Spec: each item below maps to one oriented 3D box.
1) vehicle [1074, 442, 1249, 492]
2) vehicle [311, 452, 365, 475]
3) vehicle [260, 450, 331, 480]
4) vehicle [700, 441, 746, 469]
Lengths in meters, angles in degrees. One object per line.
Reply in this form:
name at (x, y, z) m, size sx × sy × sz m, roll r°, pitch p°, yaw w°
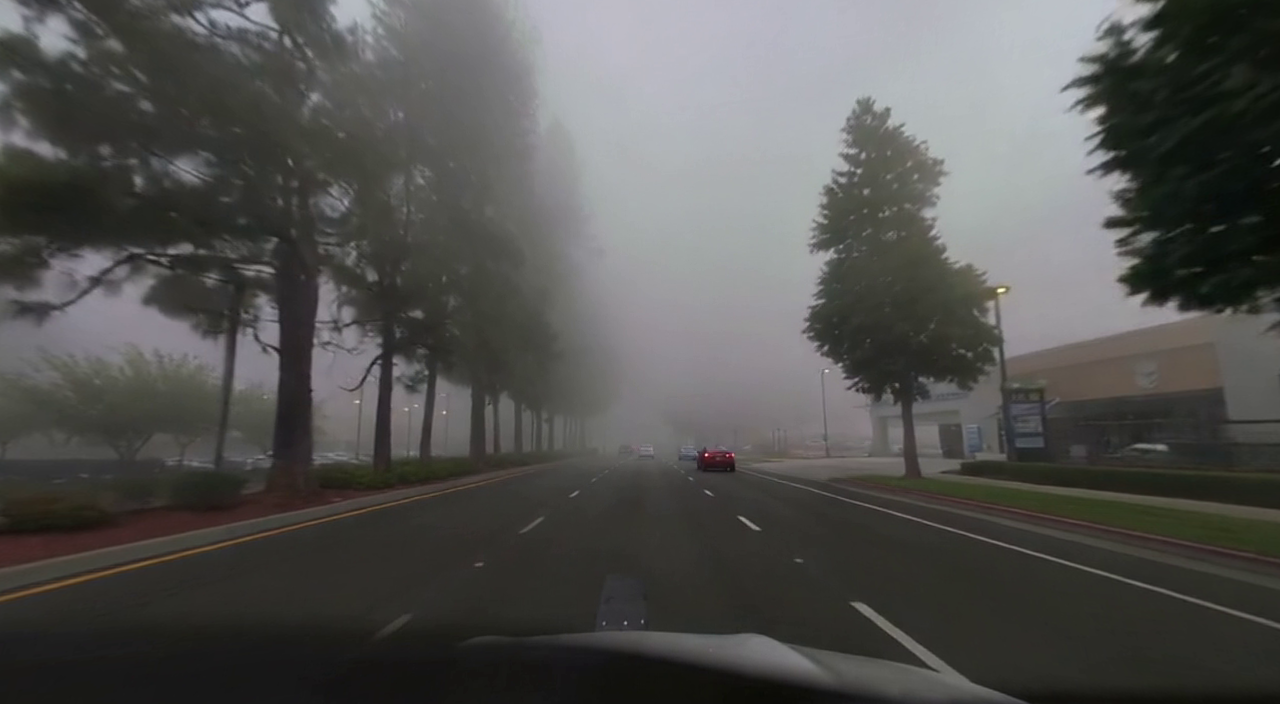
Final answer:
vehicle at (17.005, 3.752, 20.741) m, size 3.907 × 1.540 × 2.017 m, roll 0°, pitch -8°, yaw 2°
vehicle at (-22.470, 8.288, 47.096) m, size 1.674 × 1.483 × 4.741 m, roll -3°, pitch -8°, yaw 1°
vehicle at (-22.276, 7.287, 41.011) m, size 1.939 × 1.780 × 5.057 m, roll 0°, pitch -8°, yaw -2°
vehicle at (4.521, 5.693, 35.002) m, size 1.916 × 1.459 × 4.335 m, roll 0°, pitch -8°, yaw -1°
